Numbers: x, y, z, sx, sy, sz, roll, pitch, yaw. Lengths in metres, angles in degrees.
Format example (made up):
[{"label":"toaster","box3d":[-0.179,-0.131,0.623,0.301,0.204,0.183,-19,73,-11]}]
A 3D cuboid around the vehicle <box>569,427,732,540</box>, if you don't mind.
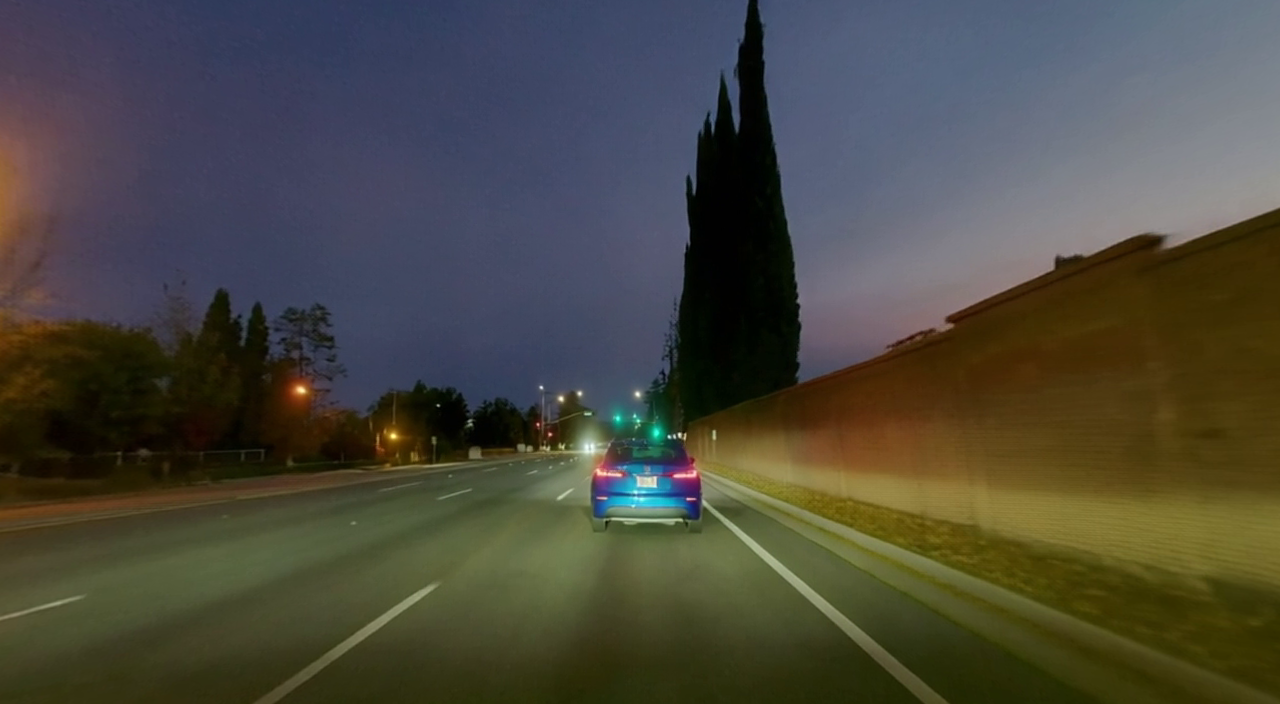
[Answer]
[{"label":"vehicle","box3d":[0.093,2.094,10.754,2.205,1.509,4.272,0,-8,-1]}]
